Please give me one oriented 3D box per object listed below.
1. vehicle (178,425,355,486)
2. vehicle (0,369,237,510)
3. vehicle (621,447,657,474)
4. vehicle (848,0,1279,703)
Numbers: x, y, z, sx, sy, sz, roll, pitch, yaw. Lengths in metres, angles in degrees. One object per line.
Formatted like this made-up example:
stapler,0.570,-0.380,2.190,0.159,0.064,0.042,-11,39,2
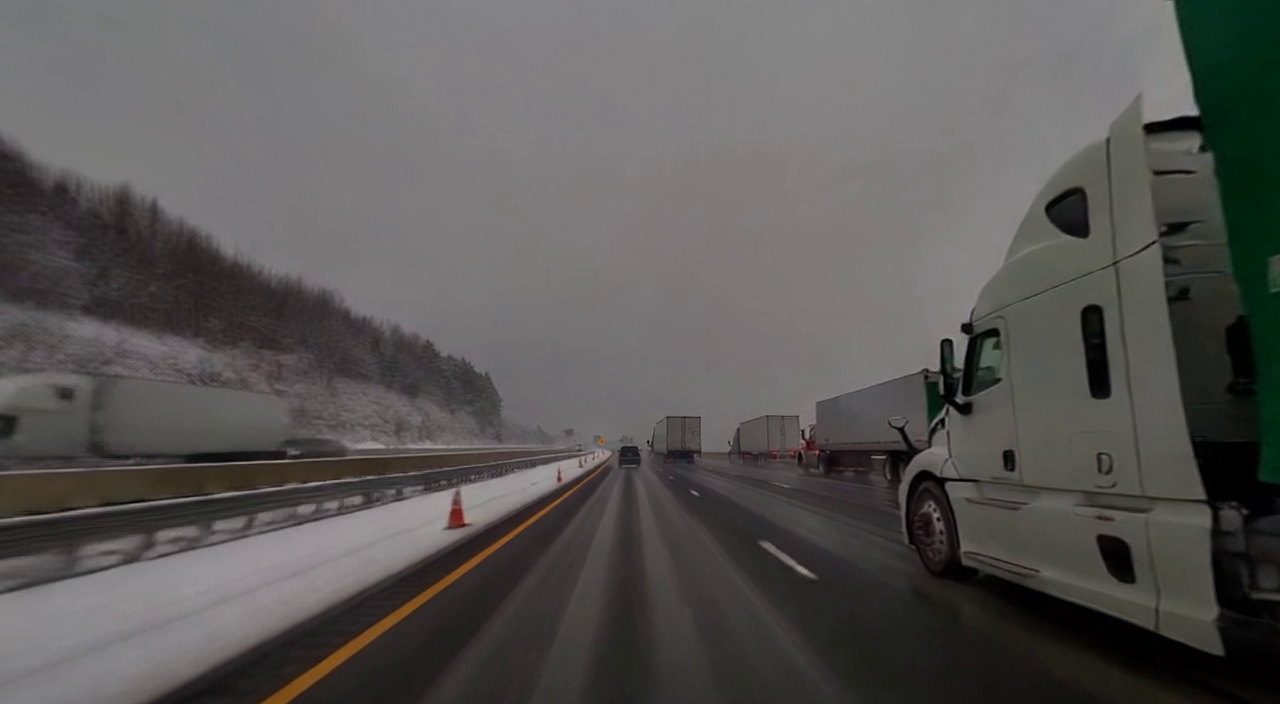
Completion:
vehicle,-12.630,3.603,22.102,2.289,1.820,6.451,0,-9,0
vehicle,-12.529,2.072,14.745,2.278,2.621,5.863,0,-9,0
vehicle,-0.107,6.108,35.671,1.927,1.437,3.794,0,-9,-1
vehicle,3.640,0.004,3.166,2.990,3.934,6.180,0,-9,0
